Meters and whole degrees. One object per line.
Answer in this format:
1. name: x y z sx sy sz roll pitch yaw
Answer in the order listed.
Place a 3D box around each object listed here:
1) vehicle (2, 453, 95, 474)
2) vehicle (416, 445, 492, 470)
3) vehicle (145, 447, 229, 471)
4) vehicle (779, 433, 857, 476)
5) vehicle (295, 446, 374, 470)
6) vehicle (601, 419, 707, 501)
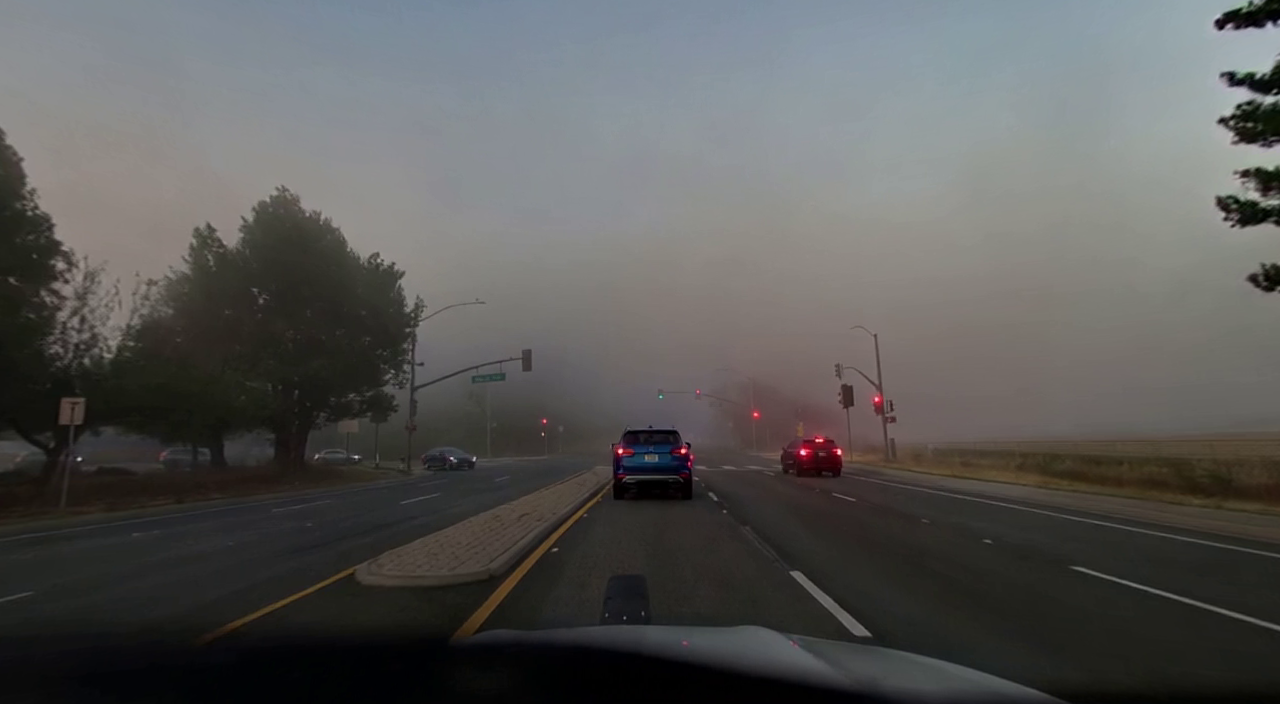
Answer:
1. vehicle: -42.835 8.081 45.739 4.559 1.458 2.265 -1 -8 3
2. vehicle: -11.936 6.687 40.376 4.707 1.480 2.425 -7 -11 40
3. vehicle: -33.323 7.899 46.475 4.608 1.680 2.026 -1 -8 3
4. vehicle: 7.407 4.306 26.710 2.012 1.636 4.352 0 -8 0
5. vehicle: -21.578 7.468 44.579 4.510 1.606 2.192 -2 -8 10
6. vehicle: 0.326 2.672 15.883 2.298 1.770 4.138 0 -8 1
